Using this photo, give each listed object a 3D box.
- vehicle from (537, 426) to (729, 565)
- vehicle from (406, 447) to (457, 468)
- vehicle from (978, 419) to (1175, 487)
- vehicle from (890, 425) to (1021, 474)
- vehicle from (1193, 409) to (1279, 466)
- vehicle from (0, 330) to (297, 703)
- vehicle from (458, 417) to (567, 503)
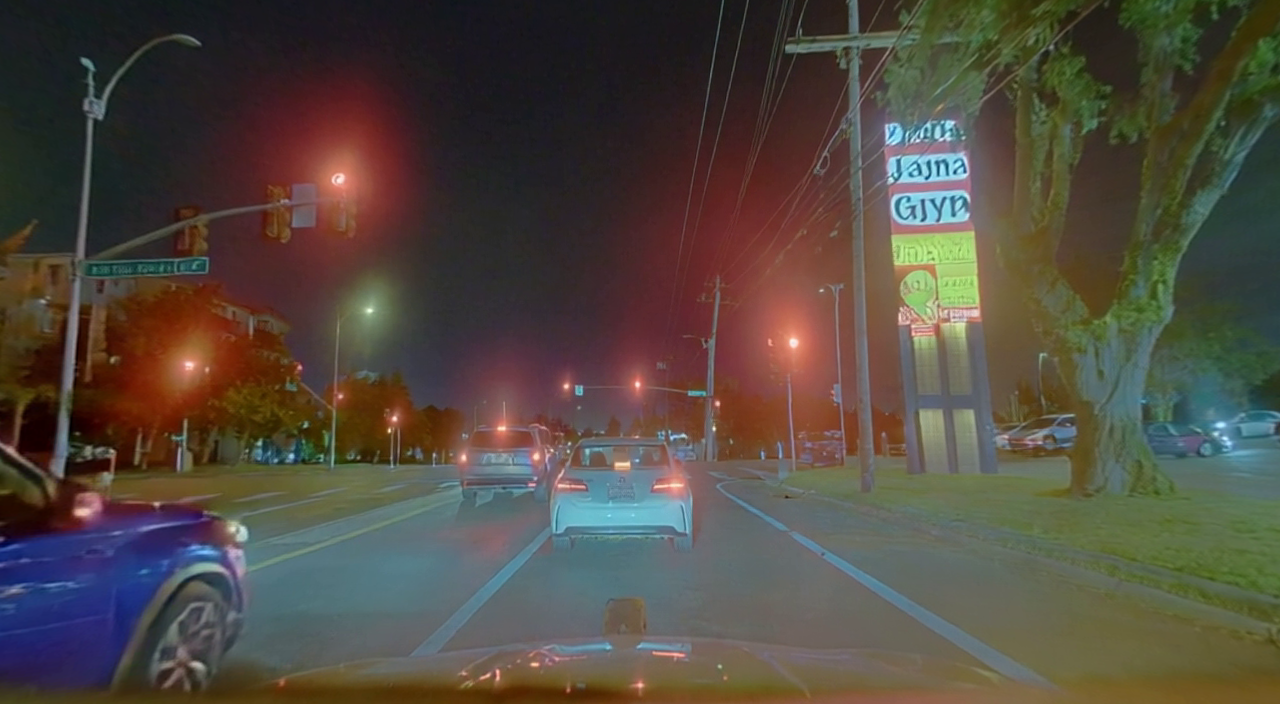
[{"bbox_3d":[-0.154,1.866,9.004,2.070,1.481,4.216,0,-8,-2],"label":"vehicle"},{"bbox_3d":[-15.544,7.799,46.878,2.111,1.511,4.641,6,-10,-36],"label":"vehicle"},{"bbox_3d":[10.530,2.485,15.710,1.888,1.455,4.268,0,-8,1],"label":"vehicle"},{"bbox_3d":[10.647,3.342,21.752,1.842,1.471,4.481,1,-8,-6],"label":"vehicle"},{"bbox_3d":[18.724,2.544,18.707,4.446,1.511,1.977,4,-10,-29],"label":"vehicle"},{"bbox_3d":[-2.892,0.728,1.468,2.003,1.681,3.878,0,-8,-1],"label":"vehicle"},{"bbox_3d":[-3.039,2.674,16.031,2.106,1.852,4.512,0,-8,-4],"label":"vehicle"}]
